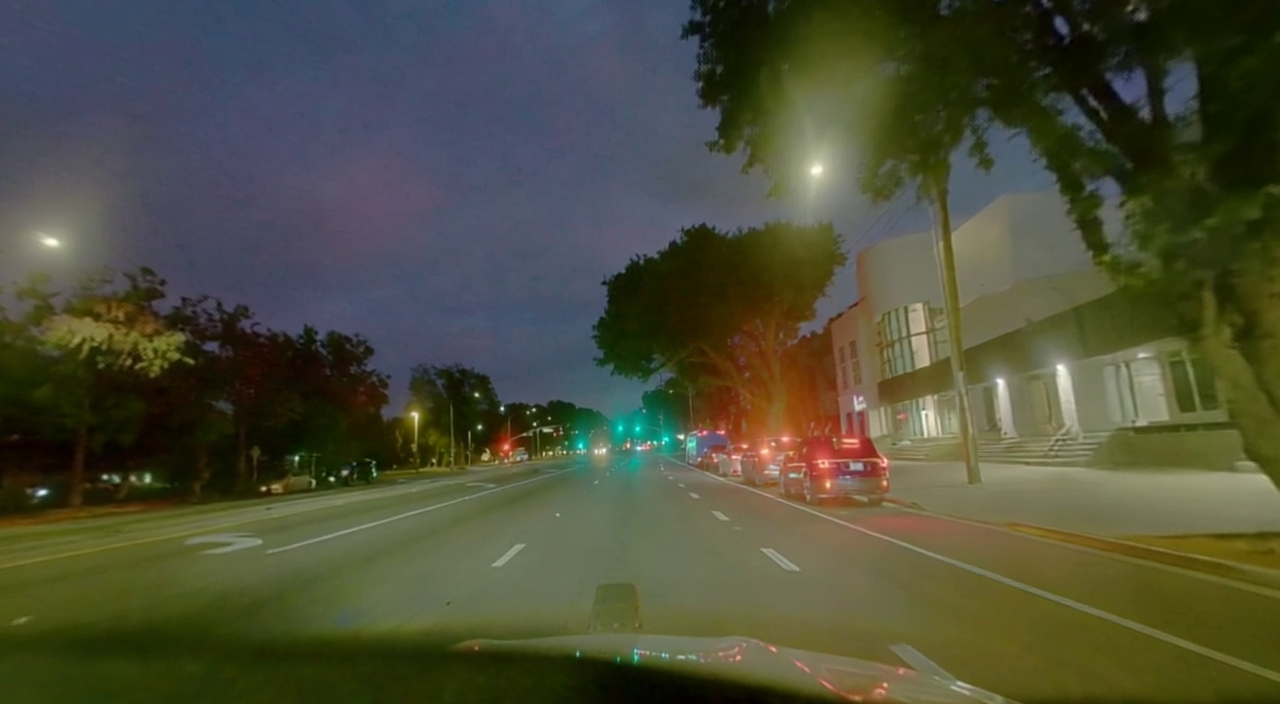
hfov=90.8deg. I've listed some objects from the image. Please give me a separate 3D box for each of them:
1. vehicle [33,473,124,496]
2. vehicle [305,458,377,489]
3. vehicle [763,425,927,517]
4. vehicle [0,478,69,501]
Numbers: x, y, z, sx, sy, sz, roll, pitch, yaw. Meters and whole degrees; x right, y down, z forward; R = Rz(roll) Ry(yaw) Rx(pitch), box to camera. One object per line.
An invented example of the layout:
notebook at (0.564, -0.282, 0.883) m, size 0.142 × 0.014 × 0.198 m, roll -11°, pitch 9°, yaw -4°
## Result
vehicle at (-41.462, 9.770, 46.732) m, size 4.609 × 1.553 × 2.129 m, roll 0°, pitch -9°, yaw -2°
vehicle at (-19.586, 7.949, 41.678) m, size 2.166 × 1.804 × 4.897 m, roll -1°, pitch -8°, yaw 3°
vehicle at (4.430, 2.646, 14.618) m, size 2.094 × 1.731 × 4.763 m, roll 0°, pitch -8°, yaw -1°
vehicle at (-42.206, 9.389, 43.293) m, size 4.357 × 1.435 × 1.816 m, roll 0°, pitch -9°, yaw 0°
